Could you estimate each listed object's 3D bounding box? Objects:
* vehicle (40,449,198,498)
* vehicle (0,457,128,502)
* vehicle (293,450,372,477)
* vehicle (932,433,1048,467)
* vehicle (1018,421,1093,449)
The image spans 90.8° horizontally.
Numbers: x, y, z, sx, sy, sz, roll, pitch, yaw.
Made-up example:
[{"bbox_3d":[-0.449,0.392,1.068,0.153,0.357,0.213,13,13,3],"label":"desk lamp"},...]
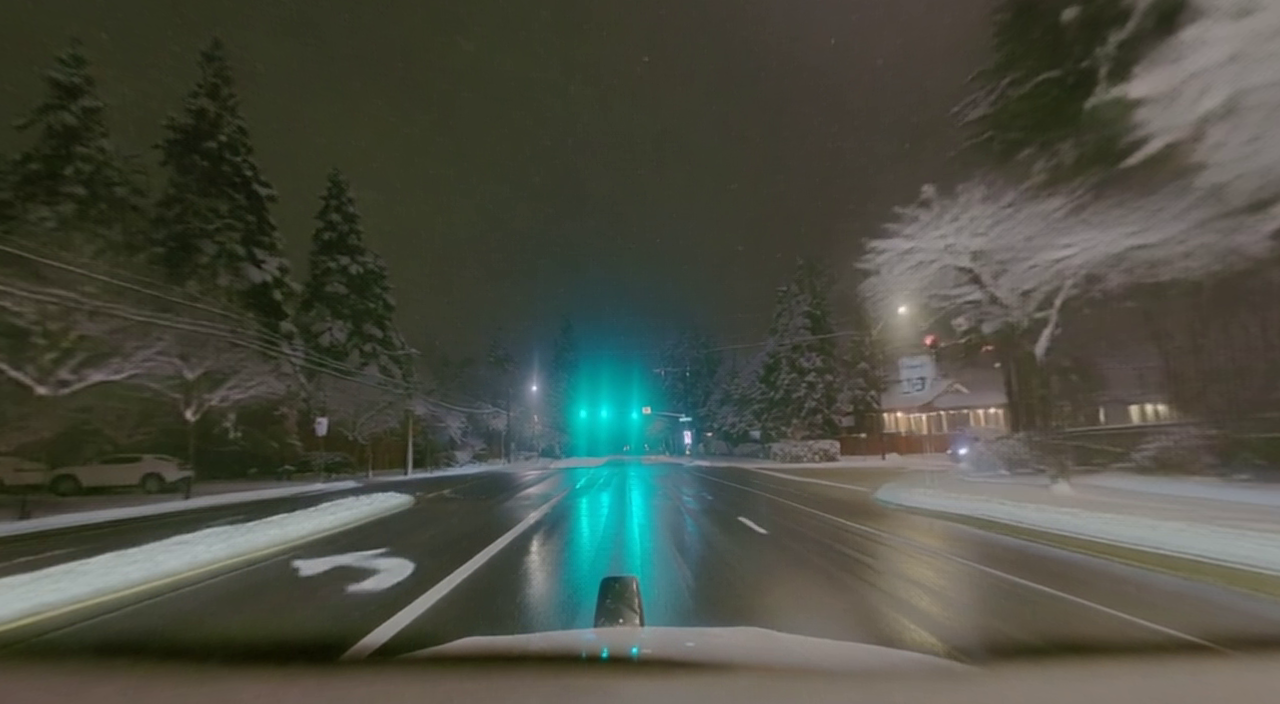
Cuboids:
[{"bbox_3d":[-20.708,4.814,25.267,4.456,1.809,2.113,0,-9,2],"label":"vehicle"},{"bbox_3d":[-21.295,4.502,22.456,4.495,1.472,1.833,0,-9,0],"label":"vehicle"},{"bbox_3d":[-20.594,7.452,42.384,4.171,1.728,2.069,0,-9,2],"label":"vehicle"},{"bbox_3d":[19.195,5.445,34.827,5.172,1.468,1.964,-3,-11,-2],"label":"vehicle"},{"bbox_3d":[28.265,5.734,43.219,2.049,1.739,4.982,-1,-9,5],"label":"vehicle"}]
